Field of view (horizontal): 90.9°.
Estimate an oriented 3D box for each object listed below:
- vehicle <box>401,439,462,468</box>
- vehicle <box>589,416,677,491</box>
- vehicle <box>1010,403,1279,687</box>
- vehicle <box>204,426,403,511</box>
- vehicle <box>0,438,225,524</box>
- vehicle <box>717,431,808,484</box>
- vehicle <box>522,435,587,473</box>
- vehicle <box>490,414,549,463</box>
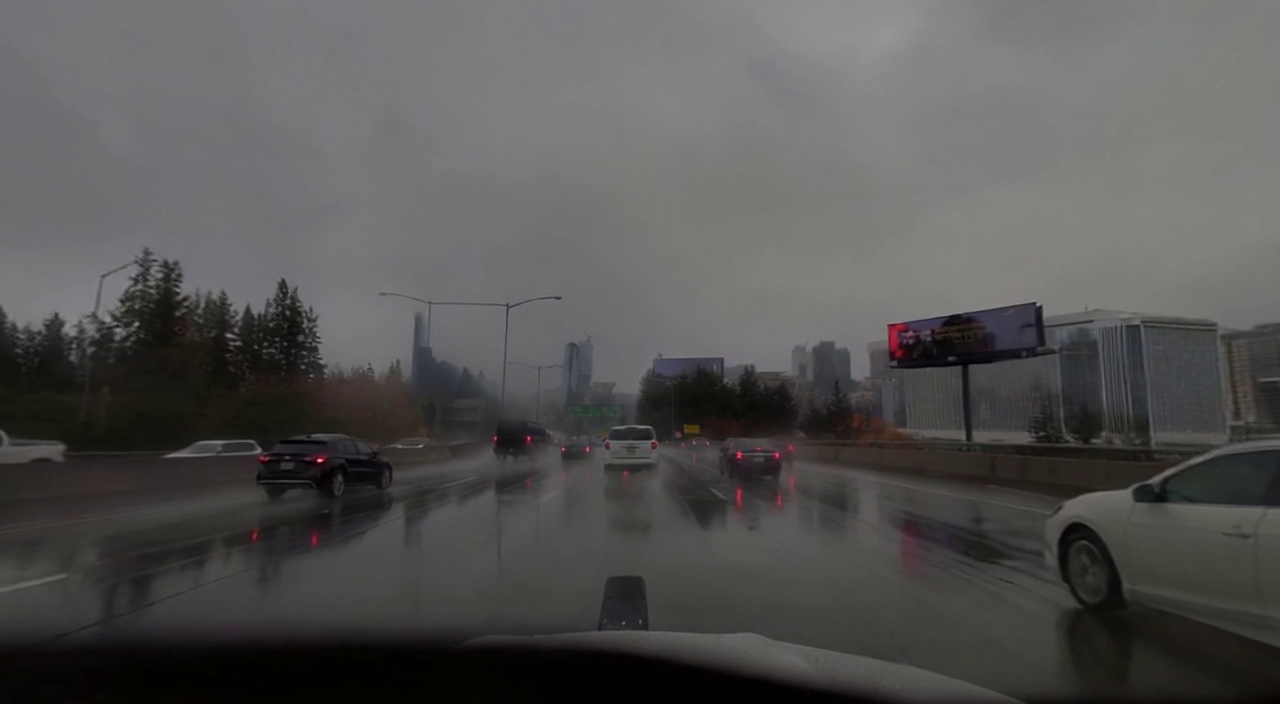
[{"bbox_3d":[-11.286,5.515,34.436,1.923,1.480,3.905,0,-8,1],"label":"vehicle"},{"bbox_3d":[-0.167,2.868,18.172,2.209,1.863,4.626,0,-8,0],"label":"vehicle"},{"bbox_3d":[4.328,1.020,3.337,1.915,1.482,4.537,0,-8,-1],"label":"vehicle"},{"bbox_3d":[-7.337,2.562,14.432,2.021,1.632,4.417,0,-8,1],"label":"vehicle"},{"bbox_3d":[-11.113,2.506,12.996,1.970,1.441,4.555,0,-8,1],"label":"vehicle"},{"bbox_3d":[3.763,3.316,20.234,1.942,1.487,4.518,0,-8,-1],"label":"vehicle"},{"bbox_3d":[-3.610,4.412,27.536,2.079,1.499,4.512,0,-8,2],"label":"vehicle"},{"bbox_3d":[-7.509,5.514,40.119,2.358,2.817,7.055,0,-8,0],"label":"vehicle"}]
